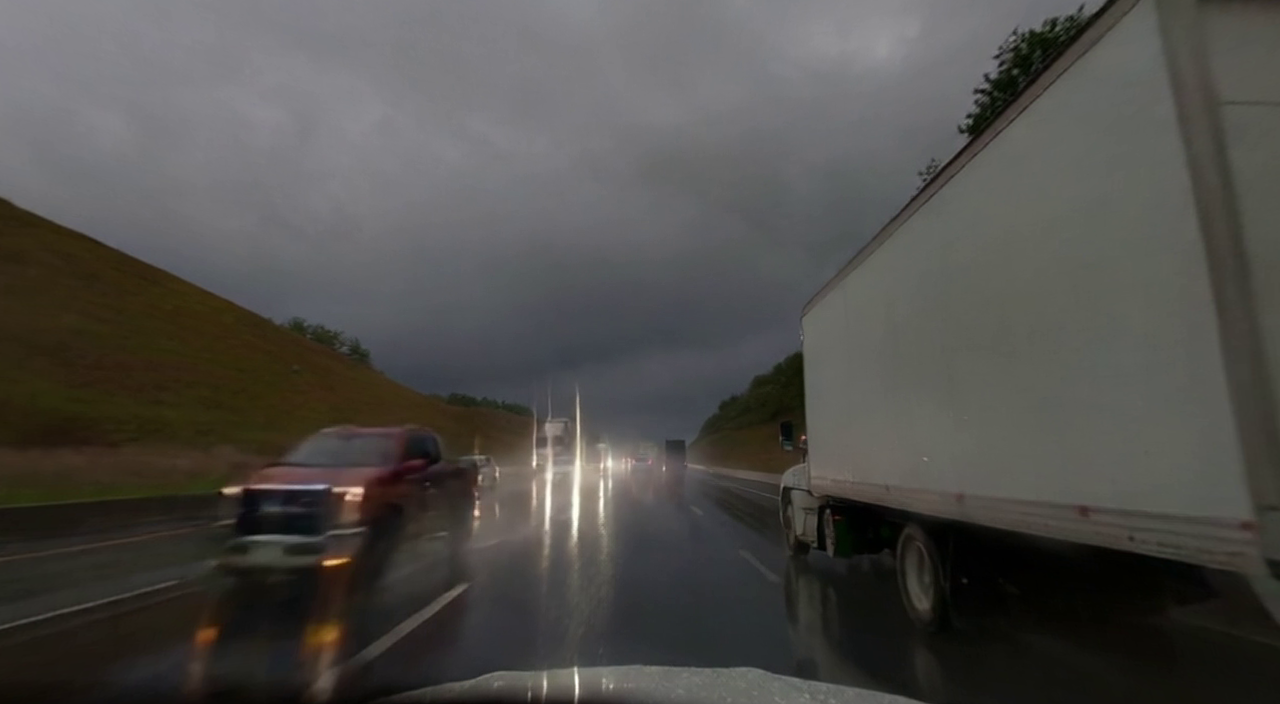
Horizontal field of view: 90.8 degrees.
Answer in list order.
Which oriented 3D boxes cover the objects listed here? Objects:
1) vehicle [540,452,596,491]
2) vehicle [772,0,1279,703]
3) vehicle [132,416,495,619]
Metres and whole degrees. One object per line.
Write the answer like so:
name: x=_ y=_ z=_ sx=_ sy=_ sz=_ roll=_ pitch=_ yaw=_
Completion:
vehicle: x=-3.158 y=5.283 z=28.295 sx=2.005 sy=1.598 sz=3.684 roll=0 pitch=-9 yaw=1
vehicle: x=3.231 y=0.251 z=5.121 sx=2.959 sy=3.973 sz=5.928 roll=0 pitch=-9 yaw=0
vehicle: x=-3.212 y=1.709 z=7.409 sx=2.008 sy=1.671 sz=4.126 roll=0 pitch=-9 yaw=0
